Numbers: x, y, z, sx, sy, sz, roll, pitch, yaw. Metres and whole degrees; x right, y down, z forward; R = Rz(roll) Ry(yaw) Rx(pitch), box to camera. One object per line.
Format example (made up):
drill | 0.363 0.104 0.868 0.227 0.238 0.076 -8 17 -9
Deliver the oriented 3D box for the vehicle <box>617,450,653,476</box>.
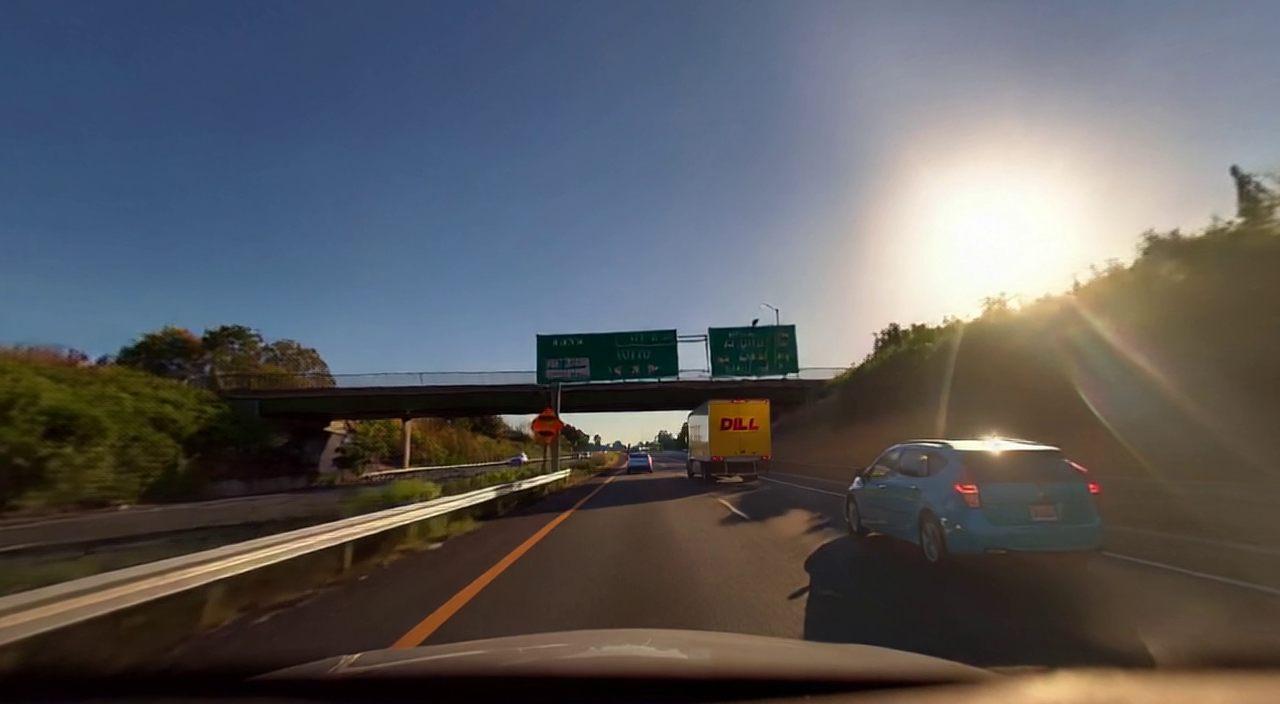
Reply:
vehicle | -0.262 6.661 37.980 2.055 1.445 3.661 0 -9 0

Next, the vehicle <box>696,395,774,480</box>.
vehicle | 4.883 4.659 33.977 2.838 3.985 8.010 0 -9 0

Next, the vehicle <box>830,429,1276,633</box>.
vehicle | 3.638 1.627 6.714 1.894 1.452 4.164 0 -9 0
